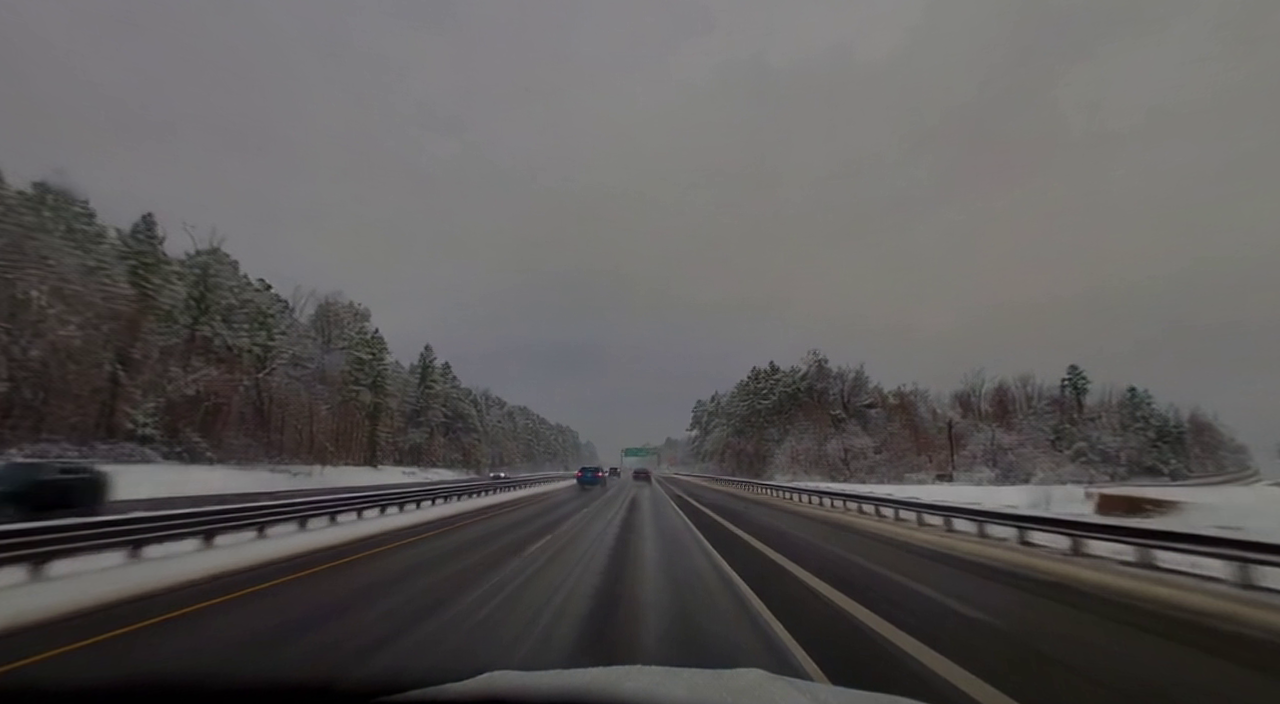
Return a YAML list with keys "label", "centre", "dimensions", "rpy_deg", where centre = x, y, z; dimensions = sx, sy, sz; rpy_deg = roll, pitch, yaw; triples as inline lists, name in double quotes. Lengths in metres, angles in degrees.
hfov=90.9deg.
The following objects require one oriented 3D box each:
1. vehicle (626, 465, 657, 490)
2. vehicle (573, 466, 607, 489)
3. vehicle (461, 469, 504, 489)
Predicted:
- label: "vehicle"
  centre: [0.108, 8.889, 44.737]
  dimensions: [2.065, 1.596, 3.869]
  rpy_deg: [1, -11, 1]
- label: "vehicle"
  centre: [-3.467, 8.817, 44.466]
  dimensions: [2.047, 1.523, 4.279]
  rpy_deg: [1, -11, 1]
- label: "vehicle"
  centre: [-12.229, 9.870, 49.112]
  dimensions: [2.262, 1.458, 4.250]
  rpy_deg: [1, -10, -1]
